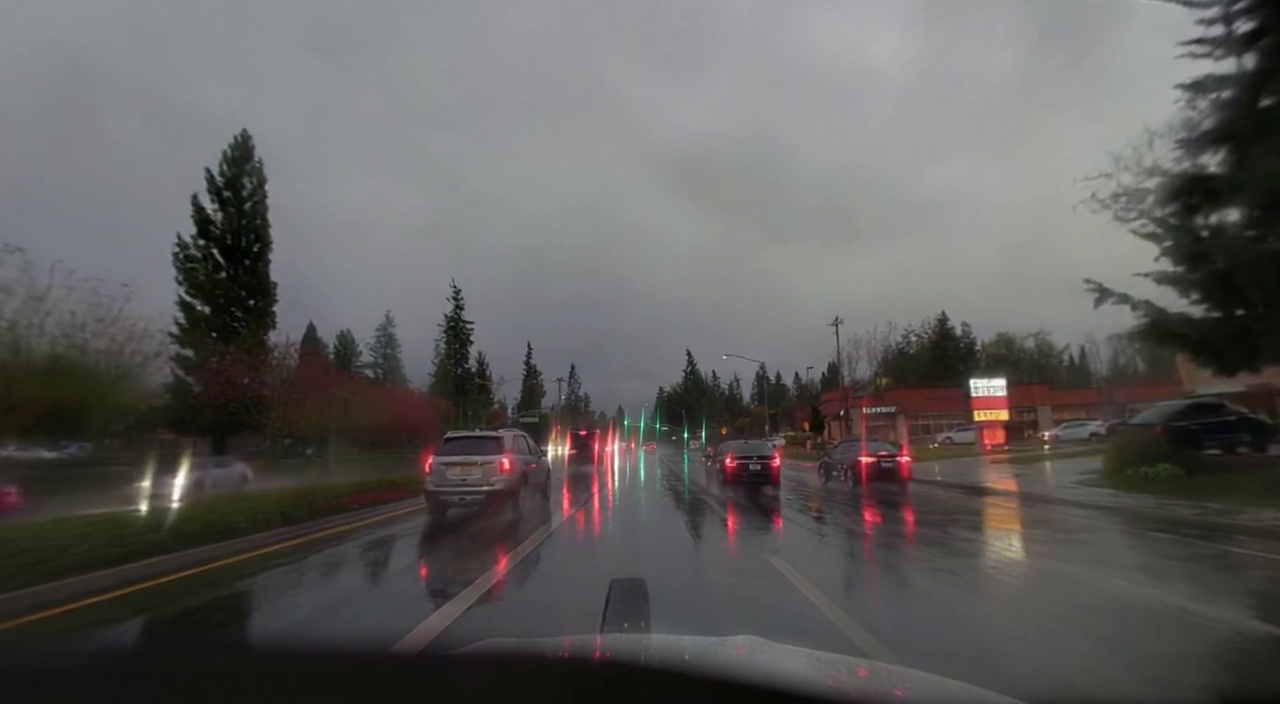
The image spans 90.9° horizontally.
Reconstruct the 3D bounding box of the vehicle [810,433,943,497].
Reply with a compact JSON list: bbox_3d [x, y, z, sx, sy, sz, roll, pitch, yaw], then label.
[{"bbox_3d":[6.372,3.104,17.673,1.881,1.540,4.750,0,-9,0],"label":"vehicle"}]

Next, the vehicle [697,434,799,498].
[{"bbox_3d":[2.803,3.069,17.365,2.004,1.512,4.206,0,-9,0],"label":"vehicle"}]

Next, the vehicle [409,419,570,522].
[{"bbox_3d":[-2.813,2.353,12.972,2.141,1.719,4.379,-1,-9,1],"label":"vehicle"}]

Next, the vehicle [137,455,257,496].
[{"bbox_3d":[-17.837,4.975,25.680,1.749,1.454,4.318,0,-9,0],"label":"vehicle"}]

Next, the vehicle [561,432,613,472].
[{"bbox_3d":[-2.509,4.899,31.045,2.117,1.799,4.442,0,-9,1],"label":"vehicle"}]

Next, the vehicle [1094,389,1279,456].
[{"bbox_3d":[16.619,2.172,18.903,4.953,1.804,2.337,3,-9,-21],"label":"vehicle"}]
